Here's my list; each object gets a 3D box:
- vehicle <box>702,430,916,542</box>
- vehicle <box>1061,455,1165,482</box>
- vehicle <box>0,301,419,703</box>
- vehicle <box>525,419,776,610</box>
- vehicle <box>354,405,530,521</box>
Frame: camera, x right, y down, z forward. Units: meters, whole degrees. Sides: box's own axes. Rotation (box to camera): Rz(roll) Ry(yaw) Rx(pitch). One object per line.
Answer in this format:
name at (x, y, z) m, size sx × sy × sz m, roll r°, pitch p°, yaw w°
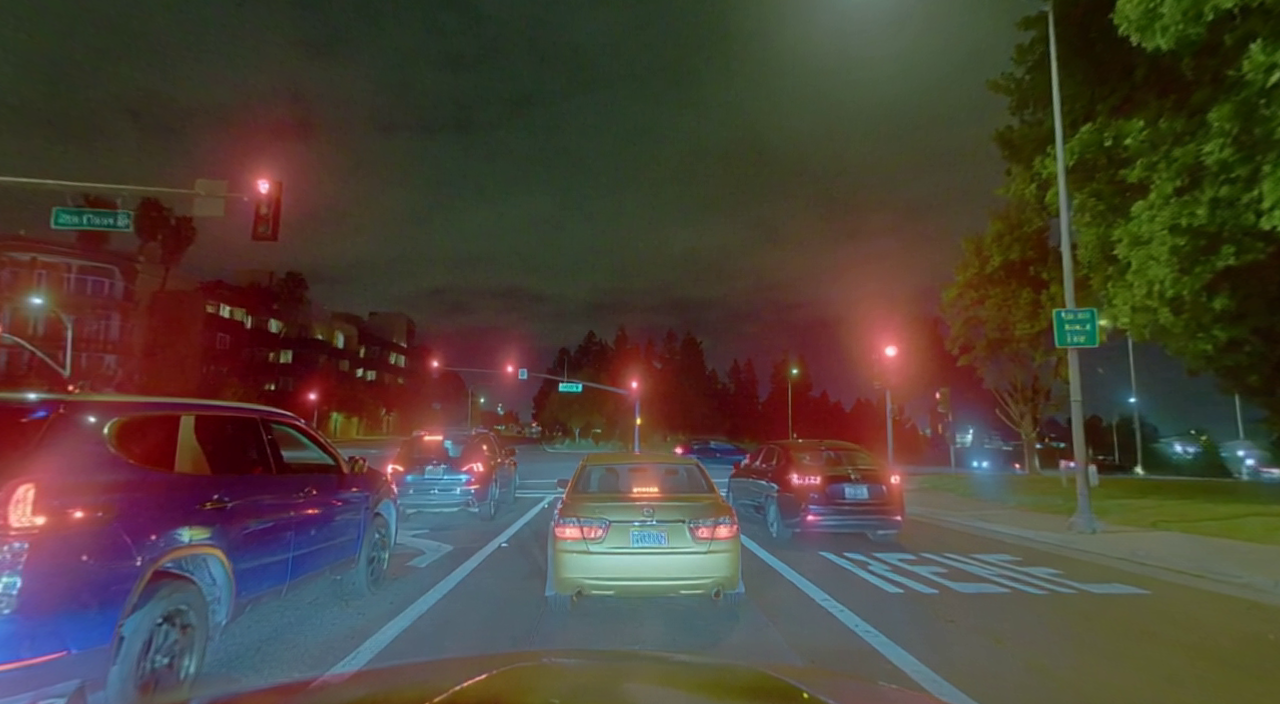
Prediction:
vehicle at (2.616, 2.222, 11.261) m, size 2.100 × 1.524 × 4.746 m, roll 1°, pitch -9°, yaw -6°
vehicle at (29.026, 7.157, 38.873) m, size 4.737 × 1.572 × 2.026 m, roll 0°, pitch -8°, yaw 0°
vehicle at (-3.143, 1.010, 4.143) m, size 1.924 × 1.737 × 4.387 m, roll 0°, pitch -9°, yaw -2°
vehicle at (-0.056, 1.621, 7.317) m, size 2.001 × 1.483 × 4.442 m, roll 0°, pitch -9°, yaw -4°
vehicle at (-3.878, 2.317, 13.706) m, size 2.305 × 1.984 × 5.586 m, roll 0°, pitch -8°, yaw -3°
